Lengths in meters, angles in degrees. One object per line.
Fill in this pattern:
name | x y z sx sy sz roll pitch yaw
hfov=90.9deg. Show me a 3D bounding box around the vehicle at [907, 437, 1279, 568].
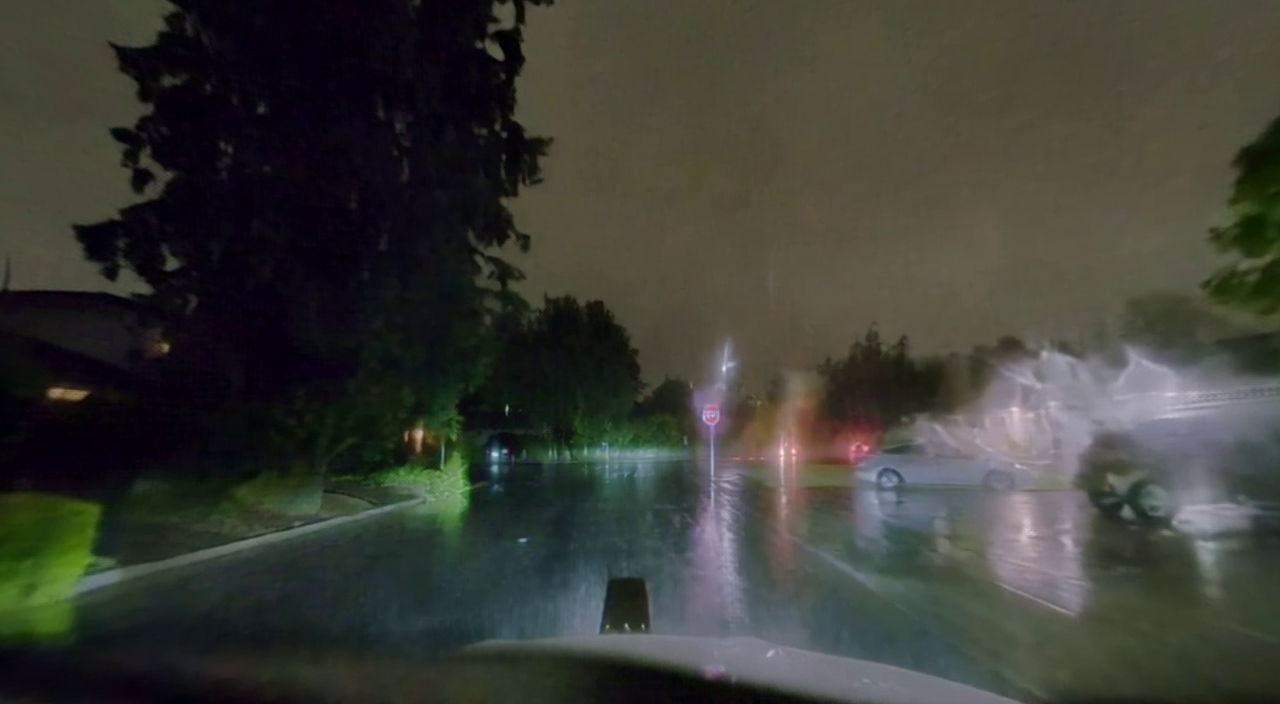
vehicle | 5.859 1.782 7.834 4.229 1.402 1.811 0 -9 2
